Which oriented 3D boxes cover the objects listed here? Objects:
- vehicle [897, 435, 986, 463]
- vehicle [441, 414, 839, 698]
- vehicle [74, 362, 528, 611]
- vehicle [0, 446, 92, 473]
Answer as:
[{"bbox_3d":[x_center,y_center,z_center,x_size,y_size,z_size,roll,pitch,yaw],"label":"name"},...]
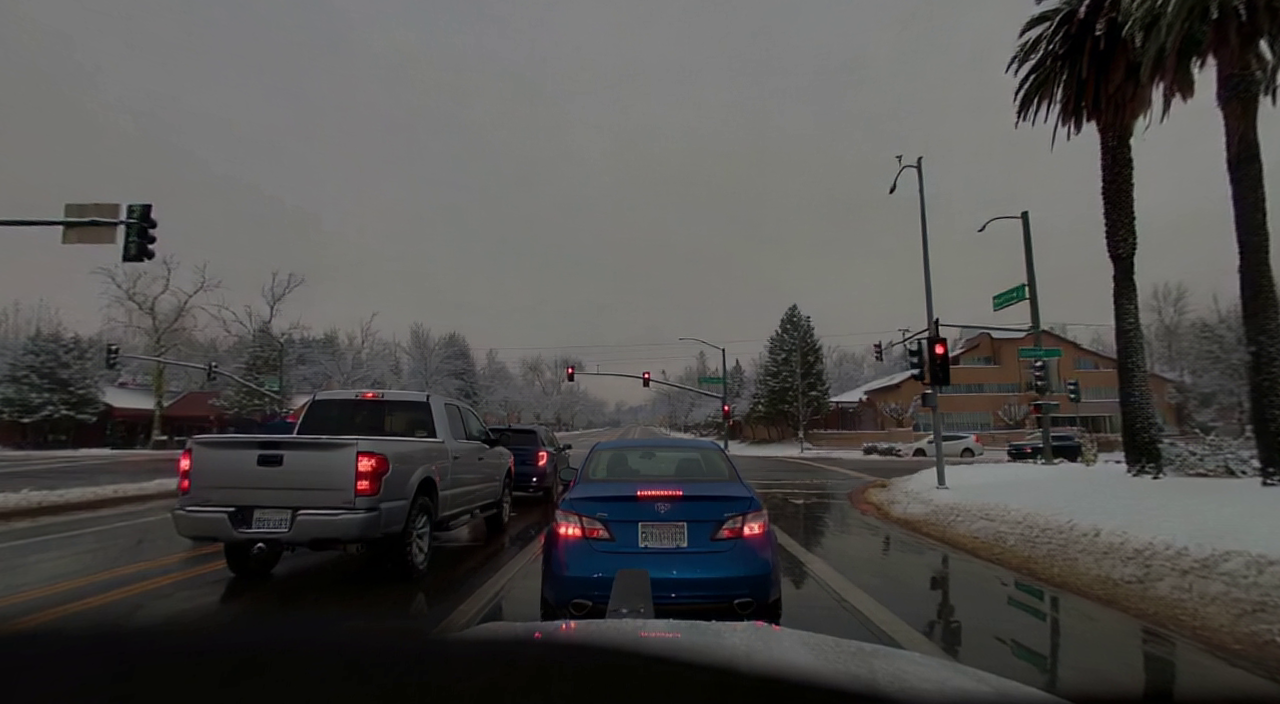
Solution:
[{"bbox_3d":[18.804,6.078,39.292,4.466,1.717,1.963,0,-8,2],"label":"vehicle"},{"bbox_3d":[0.028,1.401,5.506,2.122,1.501,4.152,0,-8,1],"label":"vehicle"},{"bbox_3d":[-3.233,1.480,7.907,2.330,1.969,5.626,-1,-8,3],"label":"vehicle"},{"bbox_3d":[-37.116,6.630,38.857,4.576,1.617,1.937,0,-8,2],"label":"vehicle"}]
